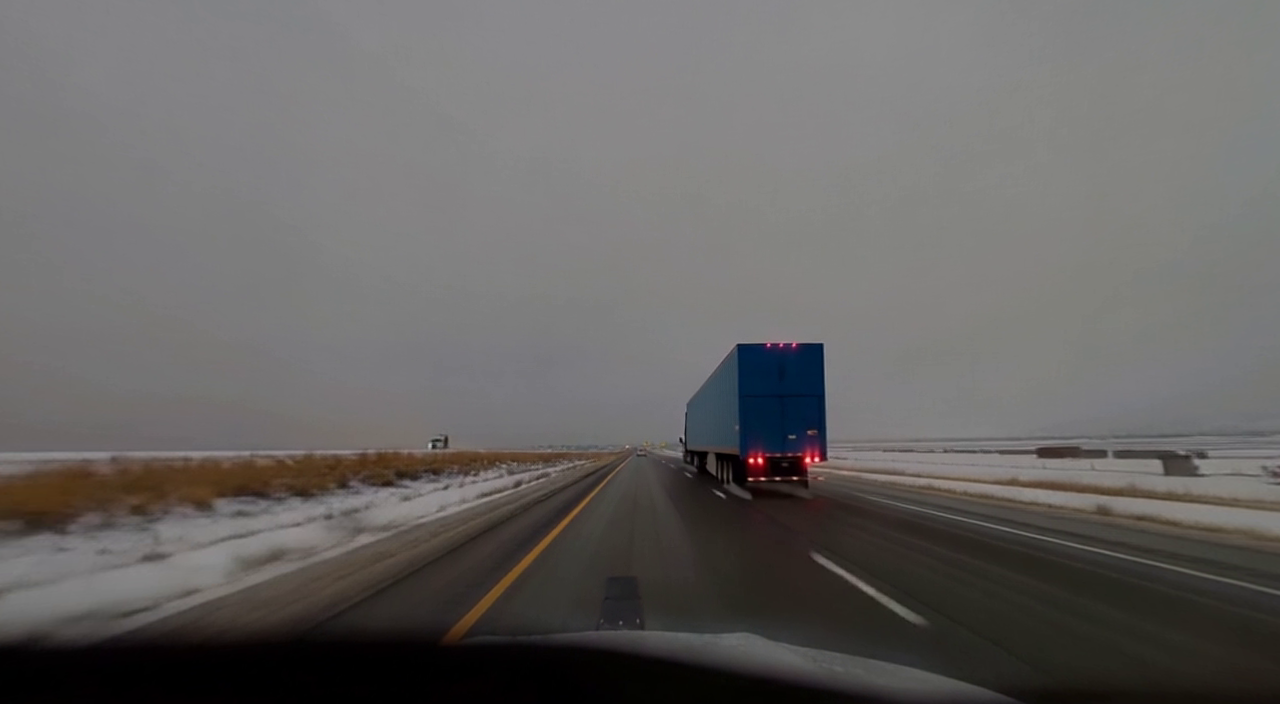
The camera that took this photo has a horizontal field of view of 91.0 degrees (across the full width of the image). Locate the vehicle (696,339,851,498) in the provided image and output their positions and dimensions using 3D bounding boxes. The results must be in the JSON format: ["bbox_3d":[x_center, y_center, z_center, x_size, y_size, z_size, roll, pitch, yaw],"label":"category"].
[{"bbox_3d":[4.079,2.708,23.128,2.818,4.206,12.987,0,-9,0],"label":"vehicle"}]
